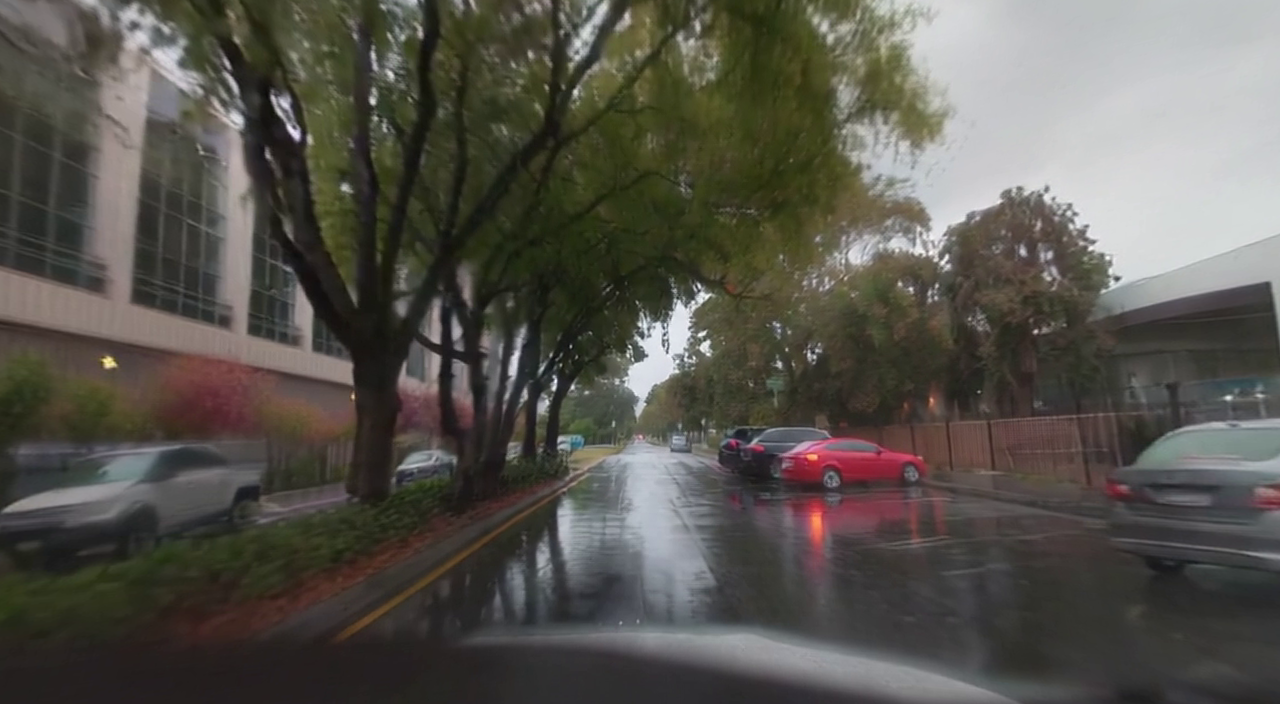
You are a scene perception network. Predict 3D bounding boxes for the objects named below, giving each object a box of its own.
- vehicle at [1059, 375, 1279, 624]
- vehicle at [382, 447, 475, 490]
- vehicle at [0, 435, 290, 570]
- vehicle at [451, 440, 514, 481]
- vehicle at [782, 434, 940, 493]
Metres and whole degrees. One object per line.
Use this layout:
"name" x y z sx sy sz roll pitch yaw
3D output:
"vehicle" 6.586 1.257 5.949 4.858 1.758 2.021 4 -9 -25
"vehicle" -8.161 4.500 24.930 1.911 1.497 4.738 0 -8 2
"vehicle" -8.043 2.264 10.354 2.172 1.707 4.273 0 -8 0
"vehicle" -7.840 5.379 31.867 1.957 1.693 4.588 -2 -6 1
"vehicle" 6.393 3.169 18.232 4.265 1.510 1.915 5 -10 -30
